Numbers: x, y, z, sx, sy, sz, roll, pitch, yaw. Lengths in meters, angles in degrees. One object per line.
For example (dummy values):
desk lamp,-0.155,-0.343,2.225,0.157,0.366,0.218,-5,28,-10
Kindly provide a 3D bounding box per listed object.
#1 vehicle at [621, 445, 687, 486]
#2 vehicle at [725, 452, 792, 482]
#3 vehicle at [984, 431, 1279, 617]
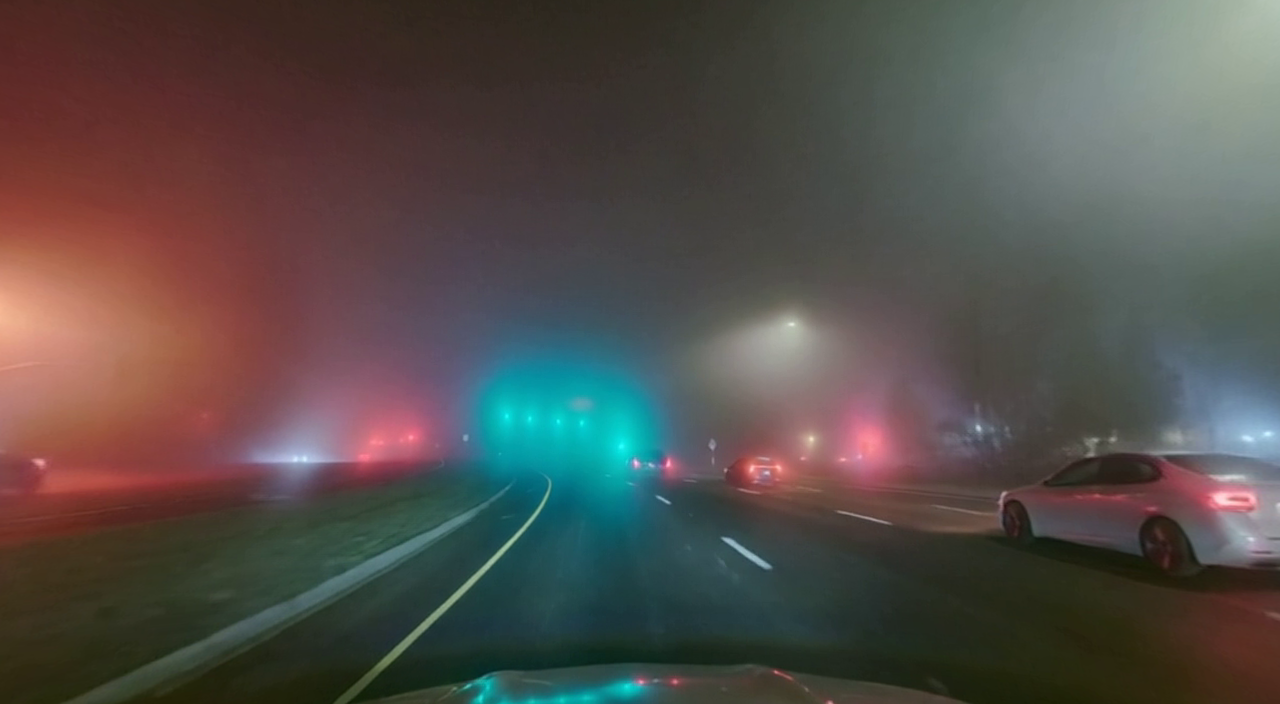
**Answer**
vehicle,0.508,5.121,28.831,2.122,1.646,4.525,1,-9,-10
vehicle,6.315,6.168,34.139,1.940,1.460,4.652,1,-9,-11
vehicle,6.005,1.653,6.859,1.882,1.476,4.344,0,-9,-3
